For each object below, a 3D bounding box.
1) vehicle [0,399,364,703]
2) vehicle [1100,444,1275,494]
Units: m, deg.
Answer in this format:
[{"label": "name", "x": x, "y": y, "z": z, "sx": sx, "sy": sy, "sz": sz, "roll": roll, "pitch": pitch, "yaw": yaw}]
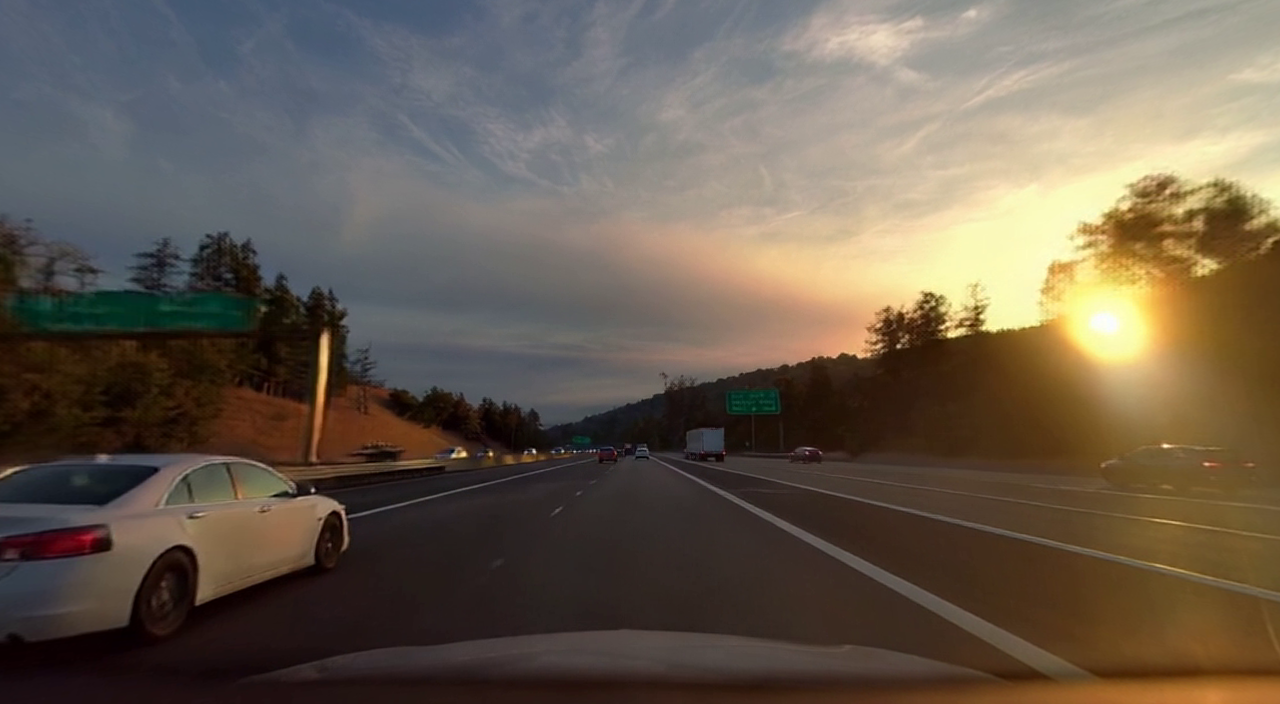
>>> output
[{"label": "vehicle", "x": -3.977, "y": 1.288, "z": 4.621, "sx": 1.988, "sy": 1.585, "sz": 4.215, "roll": 0, "pitch": -9, "yaw": 0}, {"label": "vehicle", "x": 21.641, "y": 4.595, "z": 25.183, "sx": 1.973, "sy": 1.766, "sz": 4.726, "roll": 4, "pitch": -10, "yaw": -27}]
